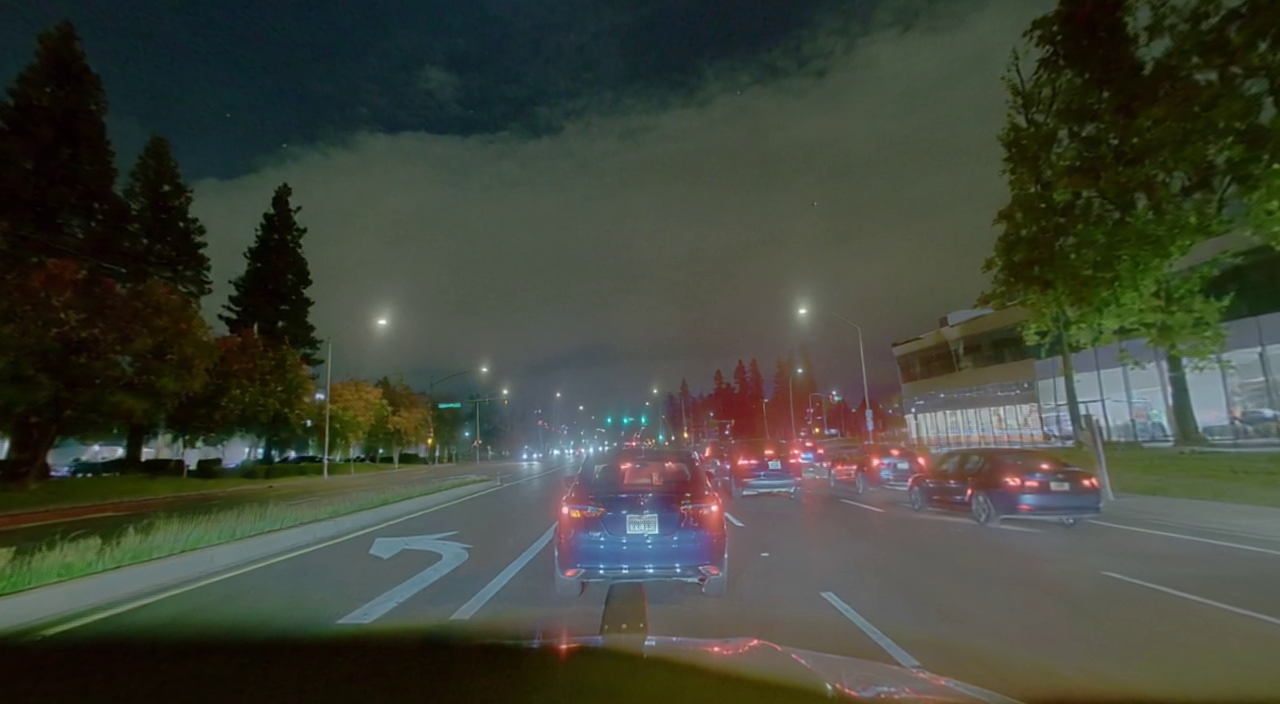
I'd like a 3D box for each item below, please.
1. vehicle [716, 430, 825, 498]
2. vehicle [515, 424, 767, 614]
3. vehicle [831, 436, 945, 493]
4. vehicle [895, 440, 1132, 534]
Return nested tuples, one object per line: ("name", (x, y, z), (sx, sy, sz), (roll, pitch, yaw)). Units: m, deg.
("vehicle", (3.621, 3.204, 18.465), (2.114, 1.736, 4.553), (0, -8, -1))
("vehicle", (-0.025, 1.635, 7.203), (1.977, 1.465, 4.376), (0, -8, -1))
("vehicle", (7.947, 3.620, 20.738), (1.963, 1.637, 4.527), (0, -8, 1))
("vehicle", (6.841, 2.470, 12.266), (1.911, 1.468, 4.417), (0, -8, 0))
